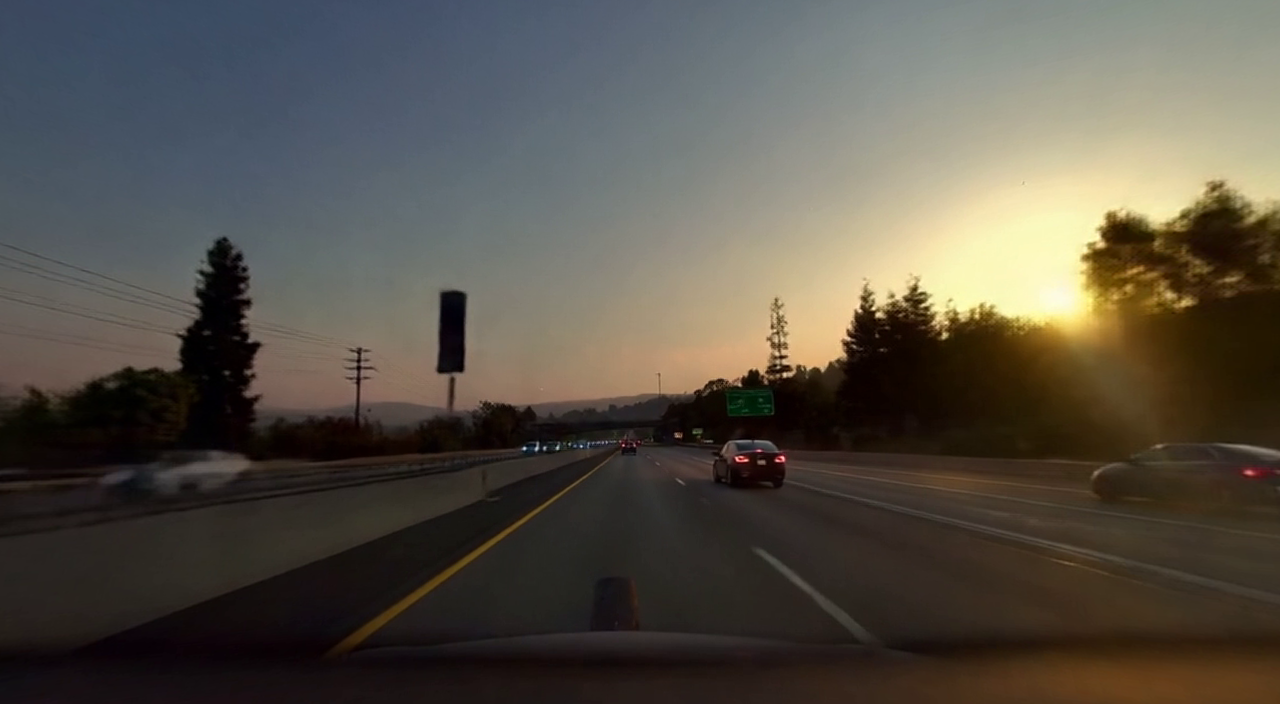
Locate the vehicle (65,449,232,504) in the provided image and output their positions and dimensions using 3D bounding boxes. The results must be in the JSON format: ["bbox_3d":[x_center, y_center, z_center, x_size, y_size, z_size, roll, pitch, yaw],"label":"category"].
[{"bbox_3d":[-15.184,3.818,19.879,1.851,1.513,4.241,0,-9,0],"label":"vehicle"}]

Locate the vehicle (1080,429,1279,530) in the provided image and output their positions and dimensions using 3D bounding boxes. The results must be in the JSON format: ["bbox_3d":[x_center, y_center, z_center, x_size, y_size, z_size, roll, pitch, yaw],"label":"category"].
[{"bbox_3d":[10.640,2.167,11.145,1.987,1.502,5.130,0,-9,-1],"label":"vehicle"}]

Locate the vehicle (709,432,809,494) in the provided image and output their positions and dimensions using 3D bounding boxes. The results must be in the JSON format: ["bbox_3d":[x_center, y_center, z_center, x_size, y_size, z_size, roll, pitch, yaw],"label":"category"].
[{"bbox_3d":[3.343,3.213,18.612,2.018,1.600,4.121,0,-9,-2],"label":"vehicle"}]
